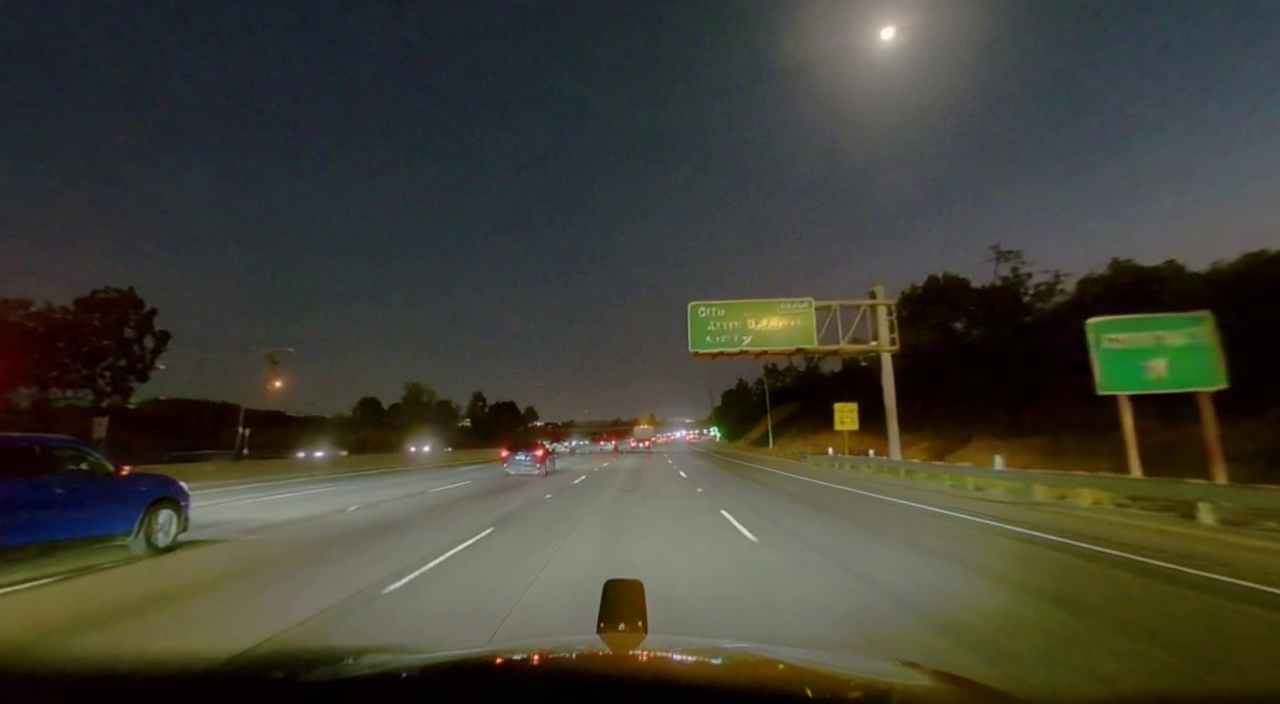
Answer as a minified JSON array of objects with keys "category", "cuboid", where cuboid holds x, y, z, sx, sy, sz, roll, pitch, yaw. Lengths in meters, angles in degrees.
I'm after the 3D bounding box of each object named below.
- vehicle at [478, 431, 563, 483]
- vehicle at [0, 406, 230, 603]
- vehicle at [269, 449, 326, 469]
[{"category":"vehicle","cuboid":[-4.147,3.740,22.661,2.154,1.693,4.394,0,-8,1]},{"category":"vehicle","cuboid":[-6.372,1.413,6.210,1.969,1.633,3.962,0,-8,-1]},{"category":"vehicle","cuboid":[-25.444,7.934,46.747,1.799,1.406,4.243,0,-8,1]}]
